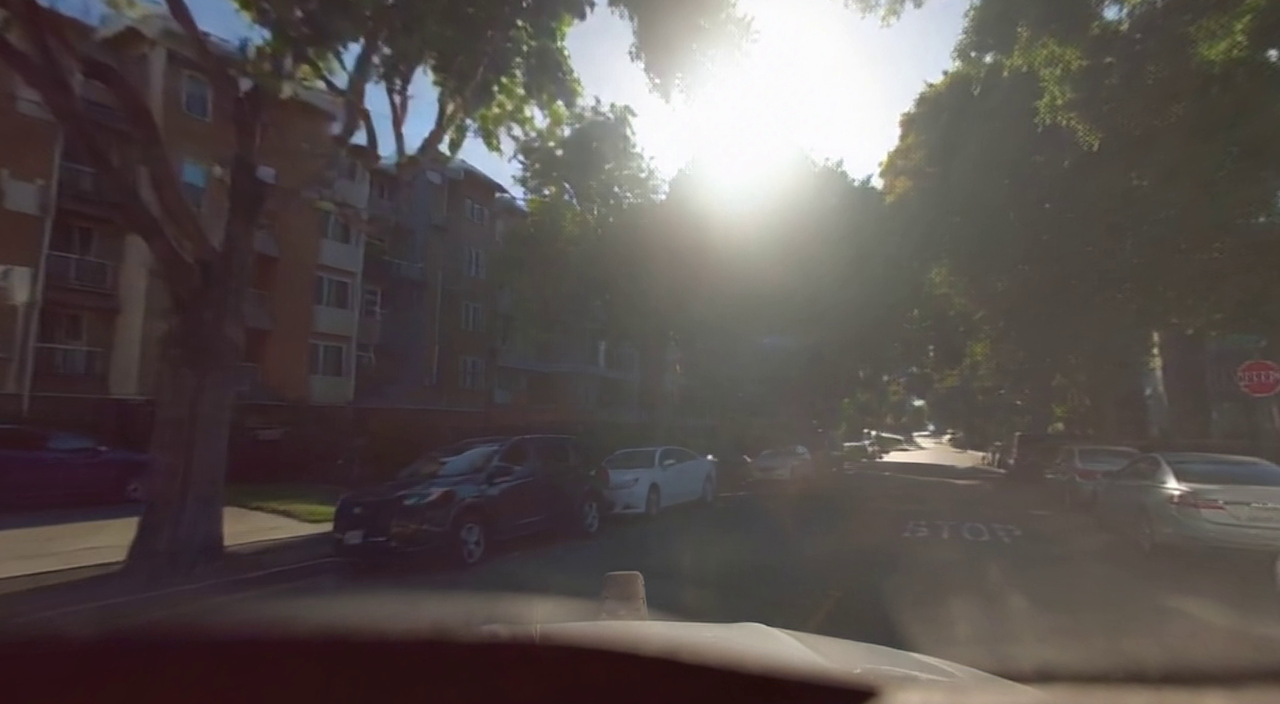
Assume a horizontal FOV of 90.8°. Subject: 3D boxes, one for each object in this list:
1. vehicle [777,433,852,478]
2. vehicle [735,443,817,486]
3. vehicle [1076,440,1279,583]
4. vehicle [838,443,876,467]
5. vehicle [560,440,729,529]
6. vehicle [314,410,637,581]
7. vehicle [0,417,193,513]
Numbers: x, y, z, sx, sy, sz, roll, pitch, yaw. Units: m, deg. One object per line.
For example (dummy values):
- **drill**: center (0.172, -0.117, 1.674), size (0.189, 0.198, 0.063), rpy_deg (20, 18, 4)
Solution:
- **vehicle**: center (8.295, 4.794, 29.609), size (2.229, 1.869, 5.791), rpy_deg (-5, -9, 26)
- **vehicle**: center (5.260, 4.208, 23.994), size (1.921, 1.463, 4.313), rpy_deg (-4, -9, 28)
- **vehicle**: center (7.613, 1.936, 8.475), size (2.084, 1.441, 4.402), rpy_deg (-3, -9, 24)
- **vehicle**: center (14.591, 6.847, 42.328), size (1.939, 1.513, 4.401), rpy_deg (-3, -9, 24)
- **vehicle**: center (0.322, 2.660, 13.514), size (1.902, 1.478, 4.696), rpy_deg (-4, -8, 23)
- **vehicle**: center (-1.896, 1.841, 9.039), size (1.946, 1.744, 4.584), rpy_deg (-4, -9, 24)
- **vehicle**: center (-10.556, 1.889, 10.781), size (1.812, 1.458, 4.714), rpy_deg (-1, -9, 12)
